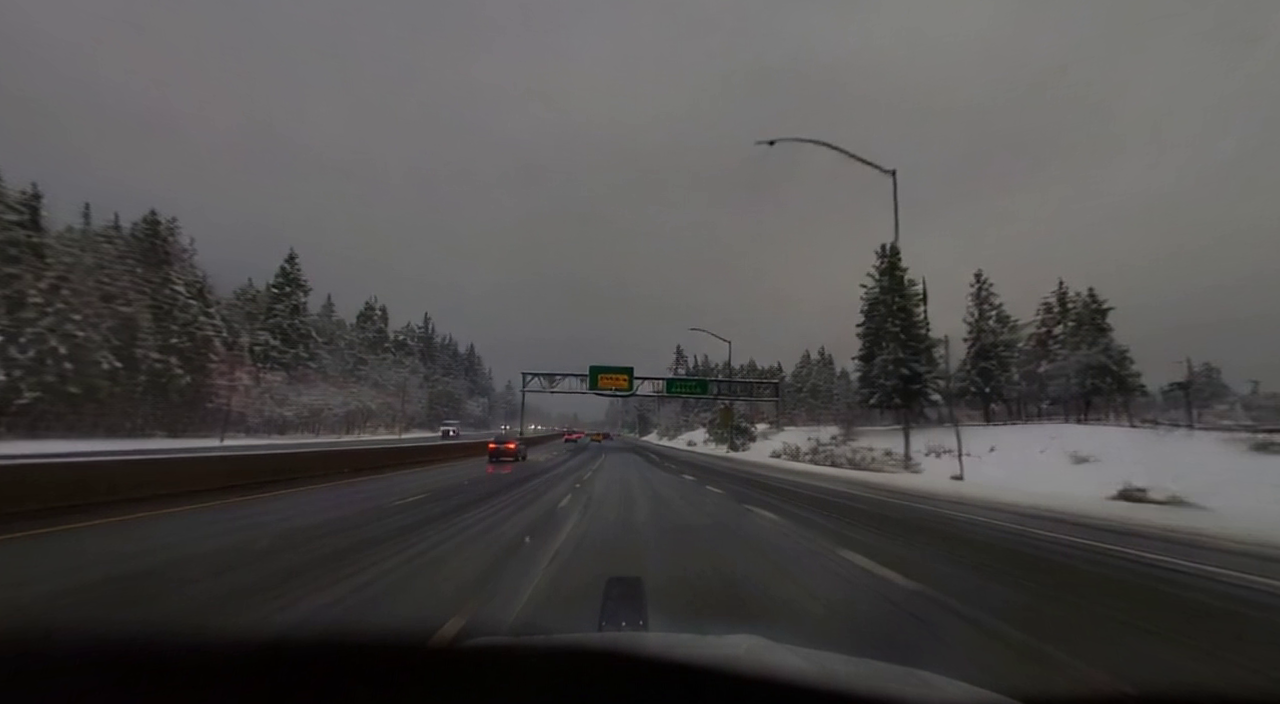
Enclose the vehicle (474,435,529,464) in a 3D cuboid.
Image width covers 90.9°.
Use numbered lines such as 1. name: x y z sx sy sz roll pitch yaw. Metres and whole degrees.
1. vehicle: -7.589 5.394 35.019 2.025 1.494 4.495 0 -8 0
